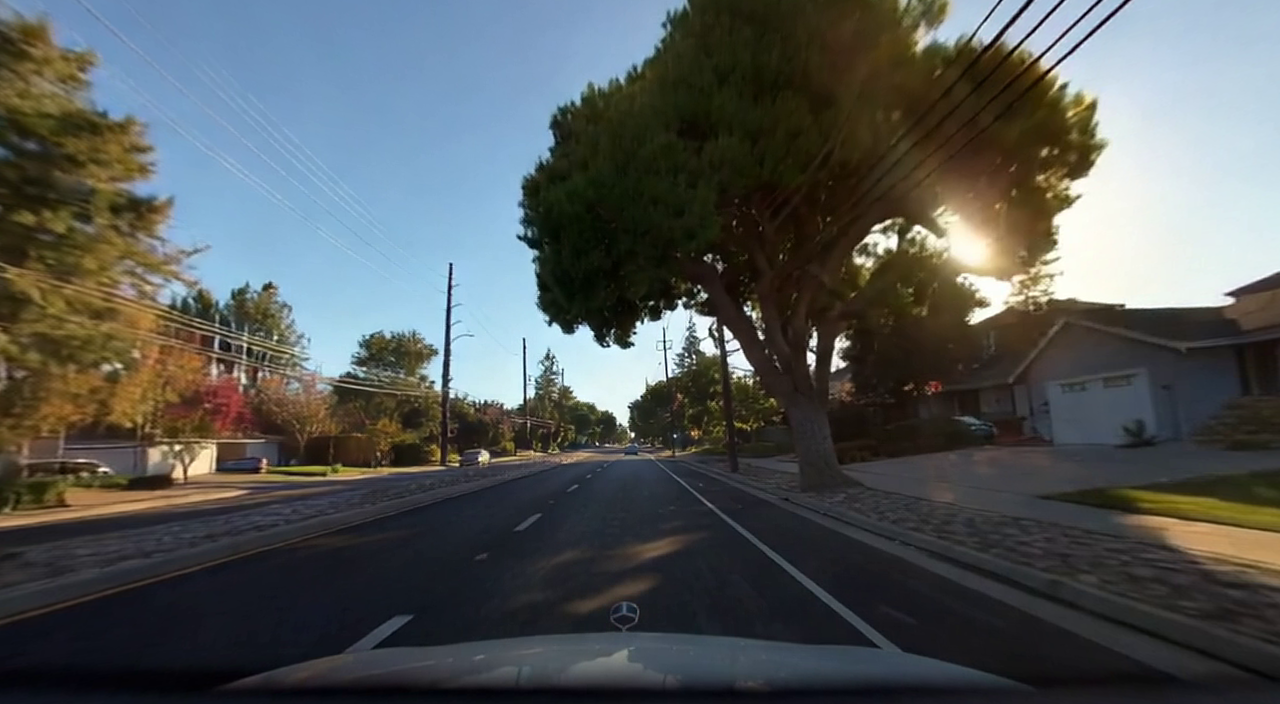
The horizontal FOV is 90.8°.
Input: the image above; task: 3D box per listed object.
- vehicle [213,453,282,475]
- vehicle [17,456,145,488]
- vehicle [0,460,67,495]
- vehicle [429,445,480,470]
[{"bbox_3d":[-29.129,8.300,46.908,3.792,1.495,1.950,0,-9,2],"label":"vehicle"},{"bbox_3d":[-28.280,6.070,32.073,4.599,1.533,2.029,0,-9,3],"label":"vehicle"},{"bbox_3d":[-29.283,5.777,29.174,3.723,1.479,1.950,0,-9,1],"label":"vehicle"},{"bbox_3d":[-12.538,7.158,43.062,2.055,1.505,4.703,-1,-9,0],"label":"vehicle"}]
